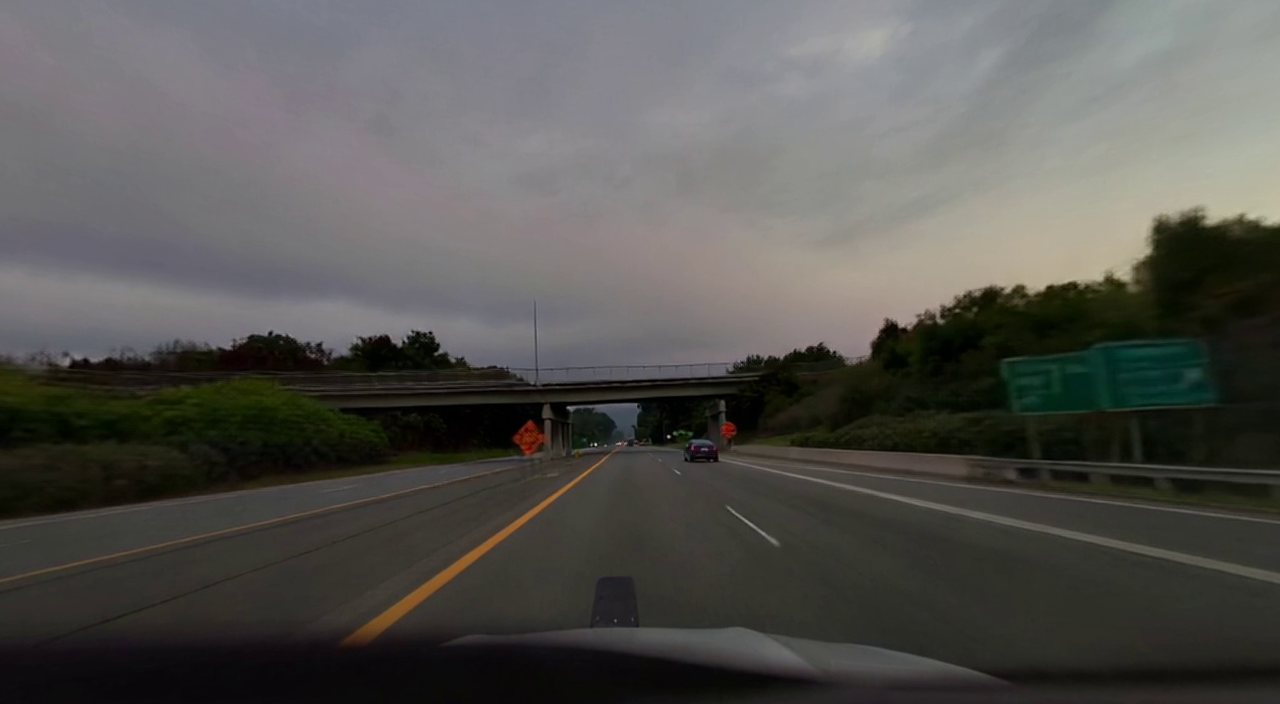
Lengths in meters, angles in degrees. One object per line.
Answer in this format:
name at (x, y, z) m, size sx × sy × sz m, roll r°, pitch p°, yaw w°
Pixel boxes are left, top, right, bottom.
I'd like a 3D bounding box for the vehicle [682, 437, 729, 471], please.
vehicle at (3.069, 4.851, 30.144) m, size 1.781 × 1.470 × 3.540 m, roll 0°, pitch -8°, yaw -2°
